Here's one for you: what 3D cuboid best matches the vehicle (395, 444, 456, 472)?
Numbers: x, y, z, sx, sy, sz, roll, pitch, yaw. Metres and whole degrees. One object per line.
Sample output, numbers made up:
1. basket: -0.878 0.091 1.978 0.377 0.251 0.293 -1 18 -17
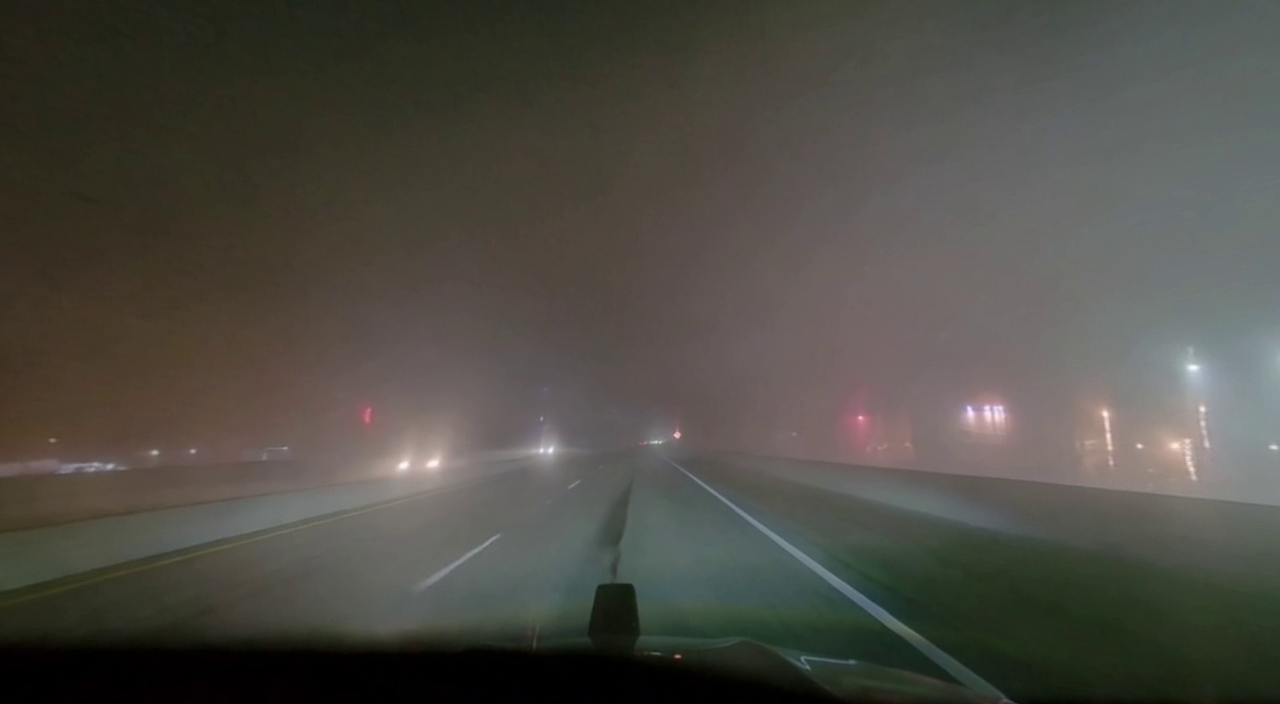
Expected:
1. vehicle: -12.441 6.141 36.850 1.902 1.469 4.645 -1 -8 1
